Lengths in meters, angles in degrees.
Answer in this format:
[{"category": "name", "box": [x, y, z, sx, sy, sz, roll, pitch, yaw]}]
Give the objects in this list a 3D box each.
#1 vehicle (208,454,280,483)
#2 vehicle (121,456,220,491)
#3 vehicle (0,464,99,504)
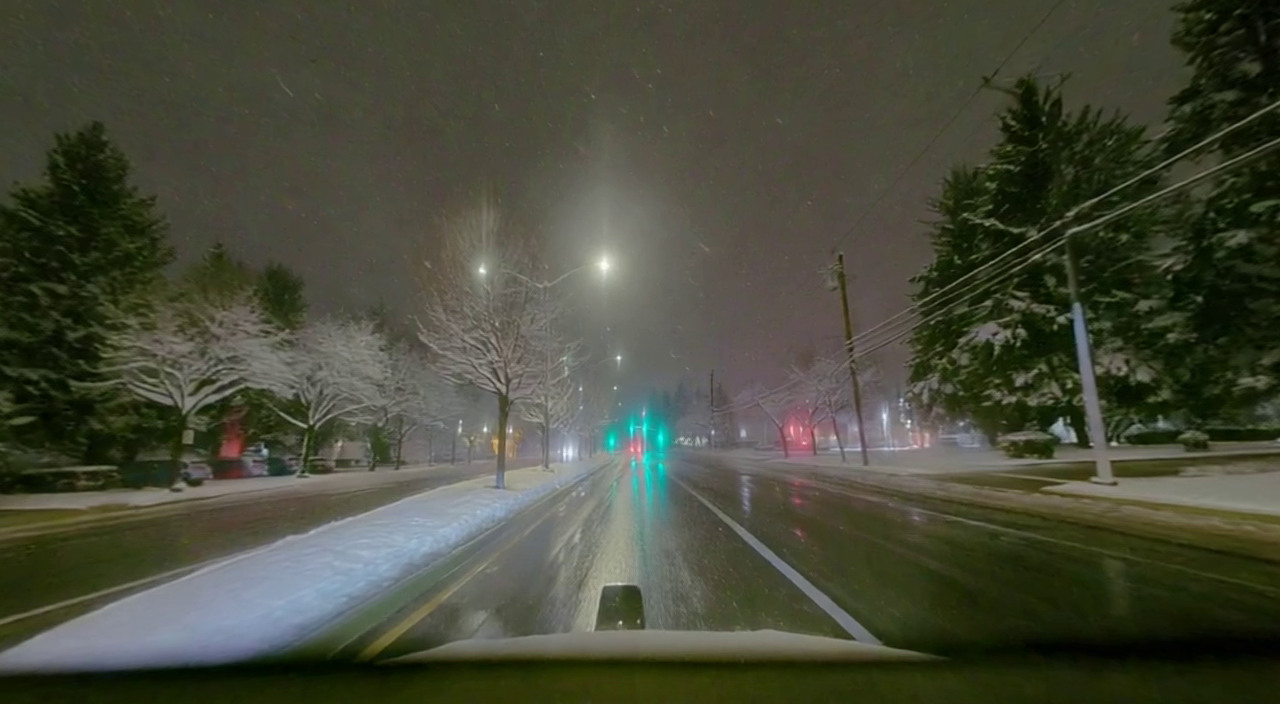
[{"category": "vehicle", "box": [-25.365, 7.465, 40.665, 1.949, 1.662, 4.589, 0, -9, -4]}, {"category": "vehicle", "box": [-25.809, 6.635, 34.933, 1.864, 1.721, 4.249, -1, -9, 6]}, {"category": "vehicle", "box": [-25.920, 5.512, 26.479, 4.351, 1.478, 2.035, 2, -9, -15]}]
